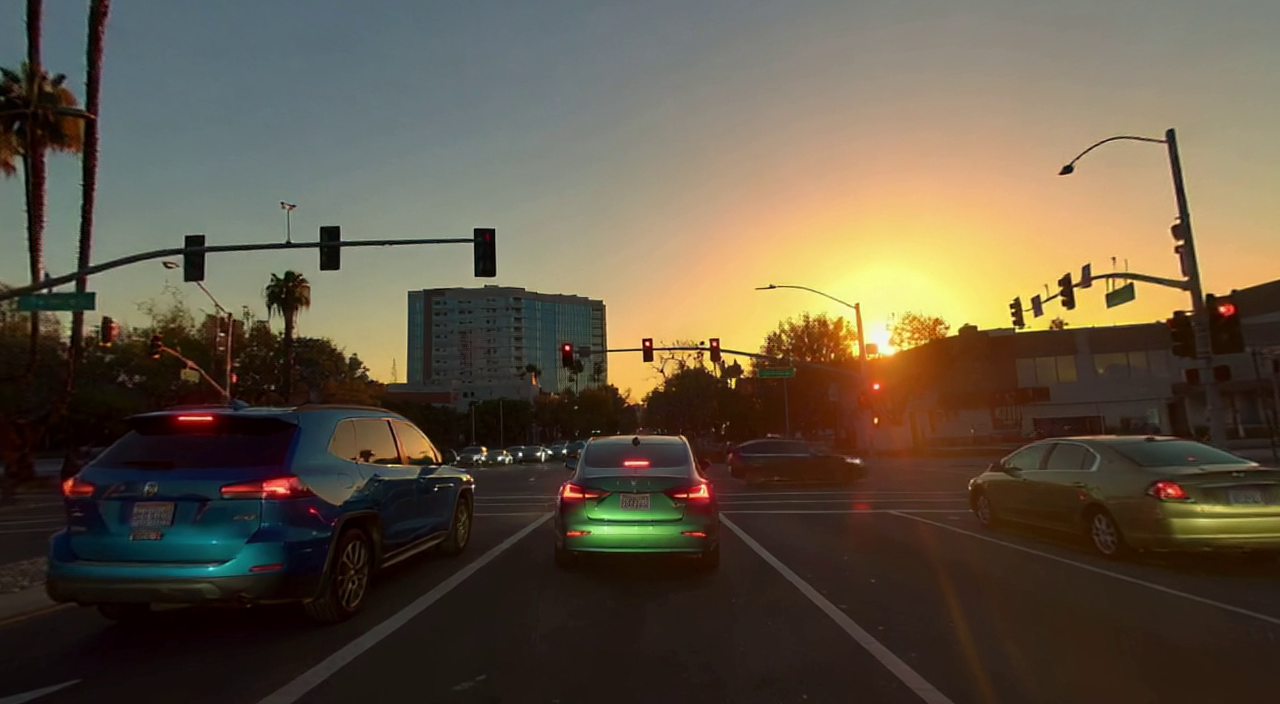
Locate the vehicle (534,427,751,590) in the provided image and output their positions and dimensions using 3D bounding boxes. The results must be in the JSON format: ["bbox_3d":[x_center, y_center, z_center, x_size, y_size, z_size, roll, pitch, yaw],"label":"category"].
[{"bbox_3d":[-0.005,1.702,7.727,1.942,1.445,3.973,0,-8,-1],"label":"vehicle"}]

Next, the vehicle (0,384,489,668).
[{"bbox_3d":[-3.104,1.369,6.097,2.051,1.682,4.467,0,-8,2],"label":"vehicle"}]

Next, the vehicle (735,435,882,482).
[{"bbox_3d":[5.994,3.855,22.955,4.742,1.605,2.117,0,-8,0],"label":"vehicle"}]

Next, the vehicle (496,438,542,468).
[{"bbox_3d":[-7.962,6.699,42.013,2.130,1.810,4.450,-2,-8,1],"label":"vehicle"}]

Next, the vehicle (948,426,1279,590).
[{"bbox_3d":[6.093,1.763,8.105,1.970,1.489,4.482,0,-8,-1],"label":"vehicle"}]
